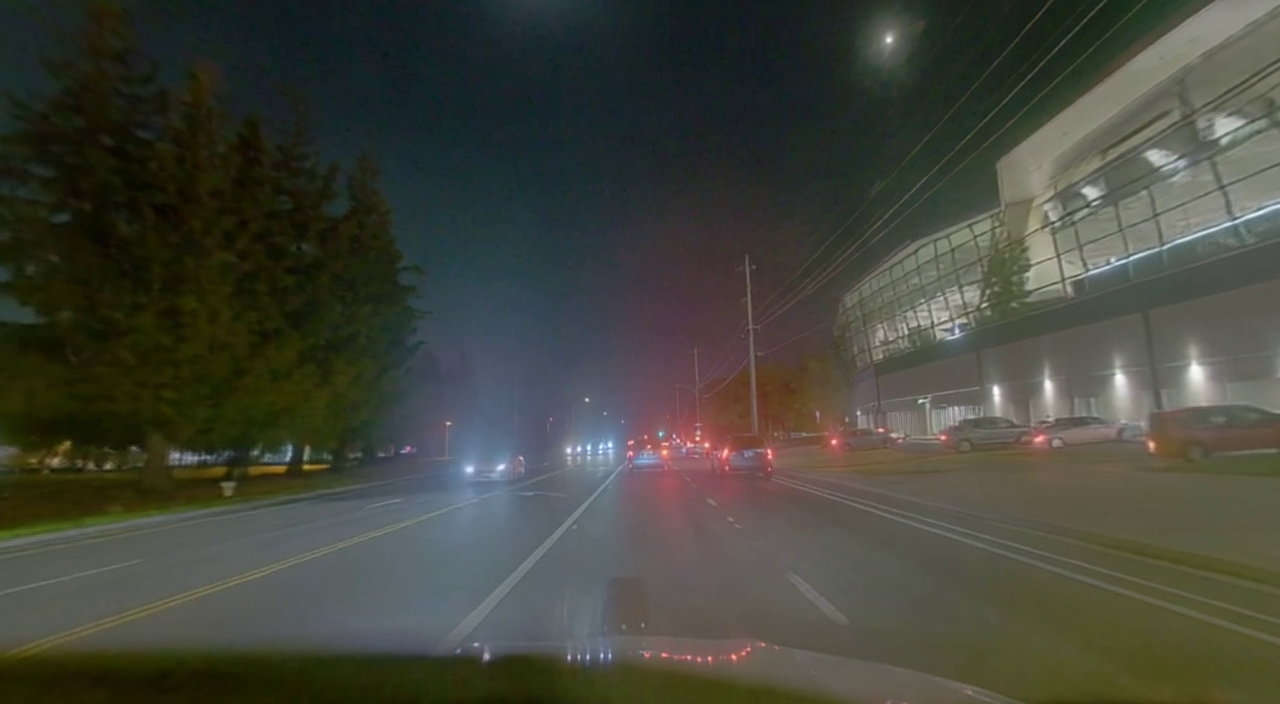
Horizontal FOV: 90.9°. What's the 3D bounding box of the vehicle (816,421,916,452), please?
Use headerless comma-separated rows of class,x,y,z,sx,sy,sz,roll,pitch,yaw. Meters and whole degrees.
vehicle,15.192,5.694,42.501,5.731,1.720,2.822,-8,-10,31

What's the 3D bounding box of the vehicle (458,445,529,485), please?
vehicle,-6.153,4.766,27.024,1.947,1.541,4.280,0,-8,1

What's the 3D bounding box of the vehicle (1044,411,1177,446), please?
vehicle,21.756,3.560,29.272,4.641,1.477,1.844,-1,-8,-1

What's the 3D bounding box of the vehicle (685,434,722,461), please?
vehicle,4.202,6.421,42.372,2.024,1.711,4.512,0,-8,0

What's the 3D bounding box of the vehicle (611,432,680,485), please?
vehicle,0.208,3.678,22.133,2.200,1.653,4.127,0,-8,1

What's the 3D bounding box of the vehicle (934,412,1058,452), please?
vehicle,16.101,3.669,28.687,4.392,1.709,2.002,0,-8,-2

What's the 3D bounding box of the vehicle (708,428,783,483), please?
vehicle,3.578,3.586,22.070,1.914,1.698,4.049,0,-8,0
